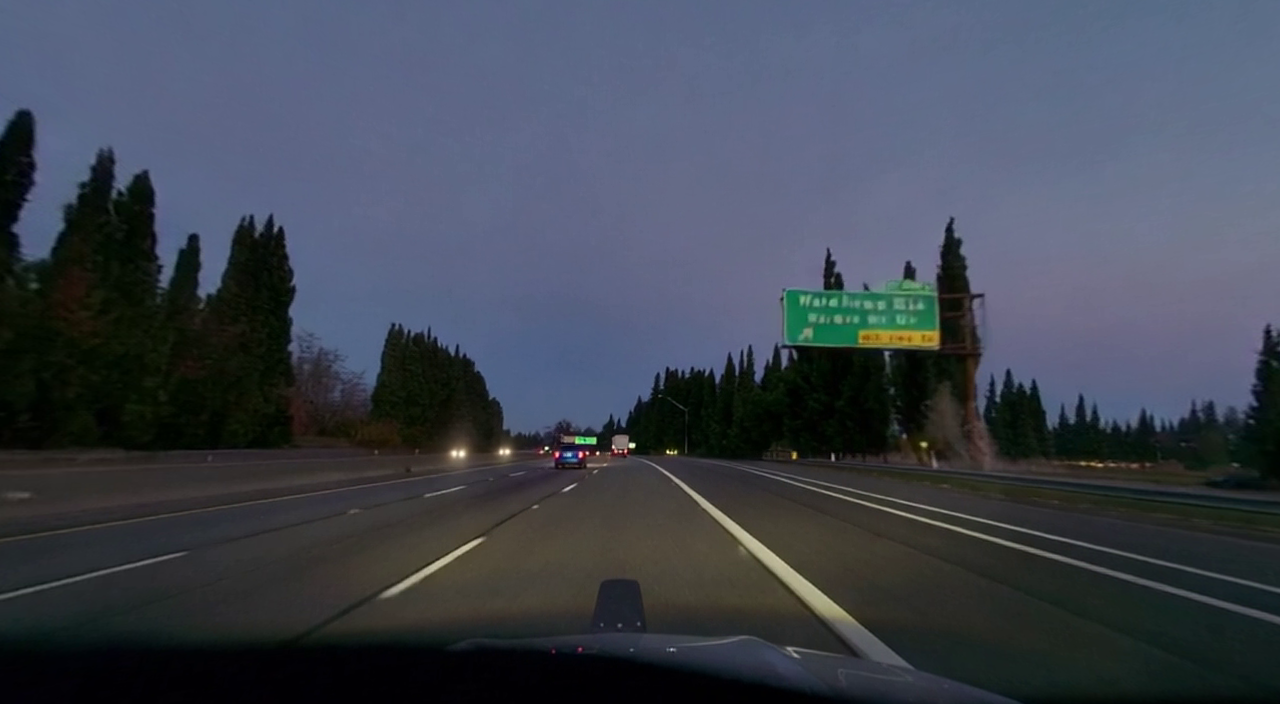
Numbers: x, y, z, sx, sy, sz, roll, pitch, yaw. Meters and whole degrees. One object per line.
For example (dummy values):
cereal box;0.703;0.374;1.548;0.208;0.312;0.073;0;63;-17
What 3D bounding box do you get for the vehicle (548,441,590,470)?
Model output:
vehicle;-4.390;6.469;39.742;2.162;1.724;4.537;0;-8;-1
